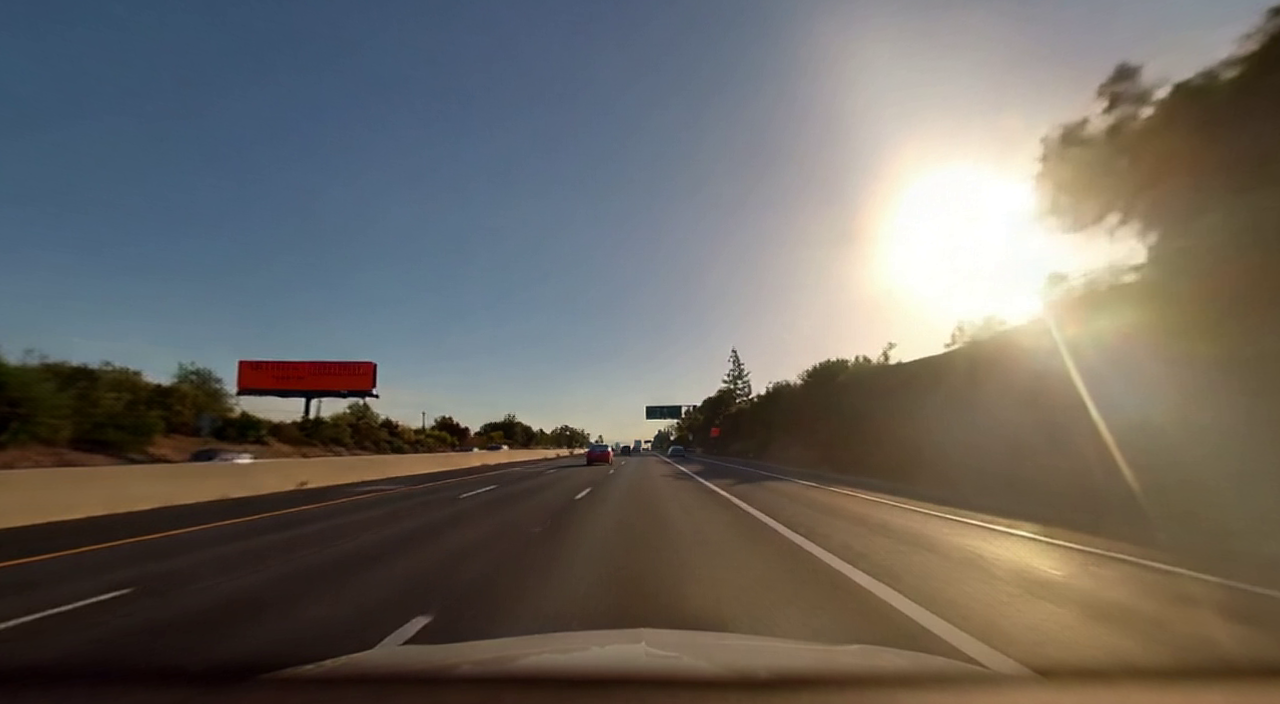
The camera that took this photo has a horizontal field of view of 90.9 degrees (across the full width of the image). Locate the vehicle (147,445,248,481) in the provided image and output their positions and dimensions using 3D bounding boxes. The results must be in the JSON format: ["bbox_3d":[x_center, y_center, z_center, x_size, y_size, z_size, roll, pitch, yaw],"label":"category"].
[{"bbox_3d":[-24.395,6.079,35.045,2.027,1.837,4.865,0,-8,0],"label":"vehicle"}]
